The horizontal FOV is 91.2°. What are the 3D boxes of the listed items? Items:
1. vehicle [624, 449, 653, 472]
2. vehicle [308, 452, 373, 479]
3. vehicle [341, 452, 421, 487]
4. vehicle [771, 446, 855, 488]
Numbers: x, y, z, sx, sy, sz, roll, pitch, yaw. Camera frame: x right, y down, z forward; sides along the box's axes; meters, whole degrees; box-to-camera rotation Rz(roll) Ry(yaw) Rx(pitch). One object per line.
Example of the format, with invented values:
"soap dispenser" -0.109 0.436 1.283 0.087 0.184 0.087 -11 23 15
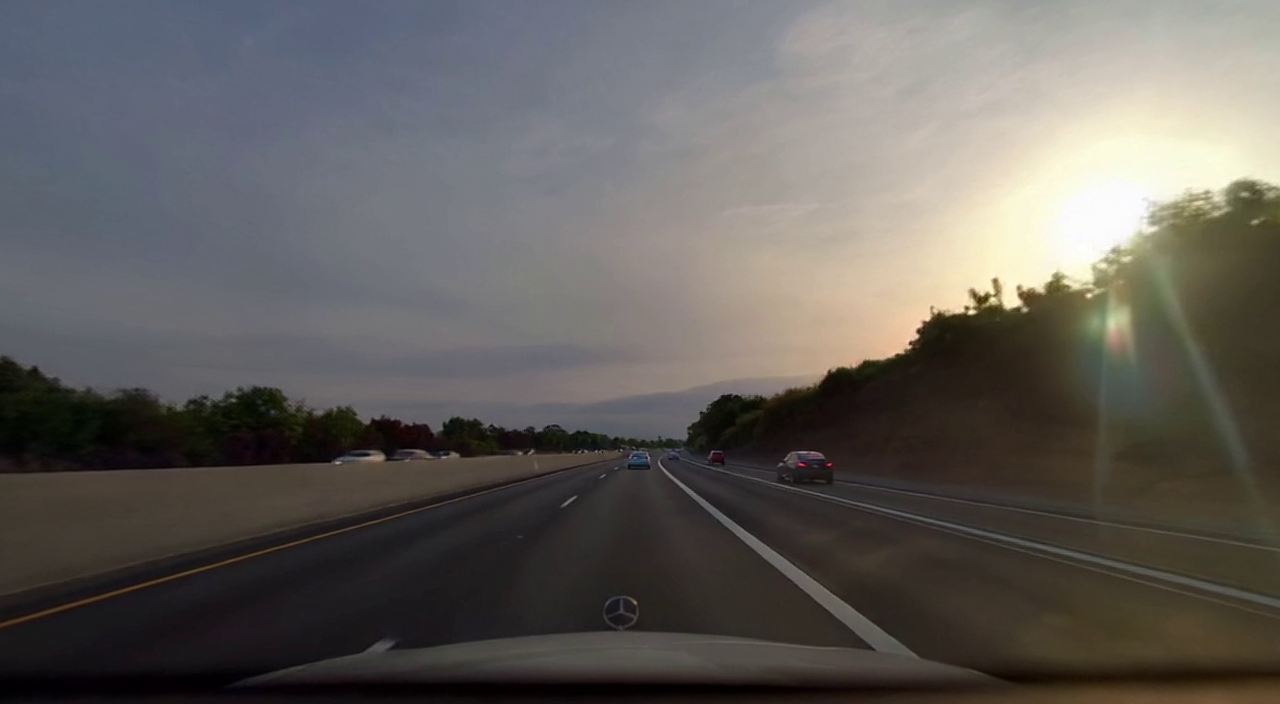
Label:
"vehicle" -0.104 7.874 45.663 2.025 1.526 4.181 0 -9 0
"vehicle" -18.209 6.905 38.343 1.873 1.493 4.102 -1 -9 1
"vehicle" -12.149 5.500 29.722 1.907 1.488 4.443 0 -9 0
"vehicle" 6.850 4.592 25.421 2.008 1.533 4.592 0 -9 -1
